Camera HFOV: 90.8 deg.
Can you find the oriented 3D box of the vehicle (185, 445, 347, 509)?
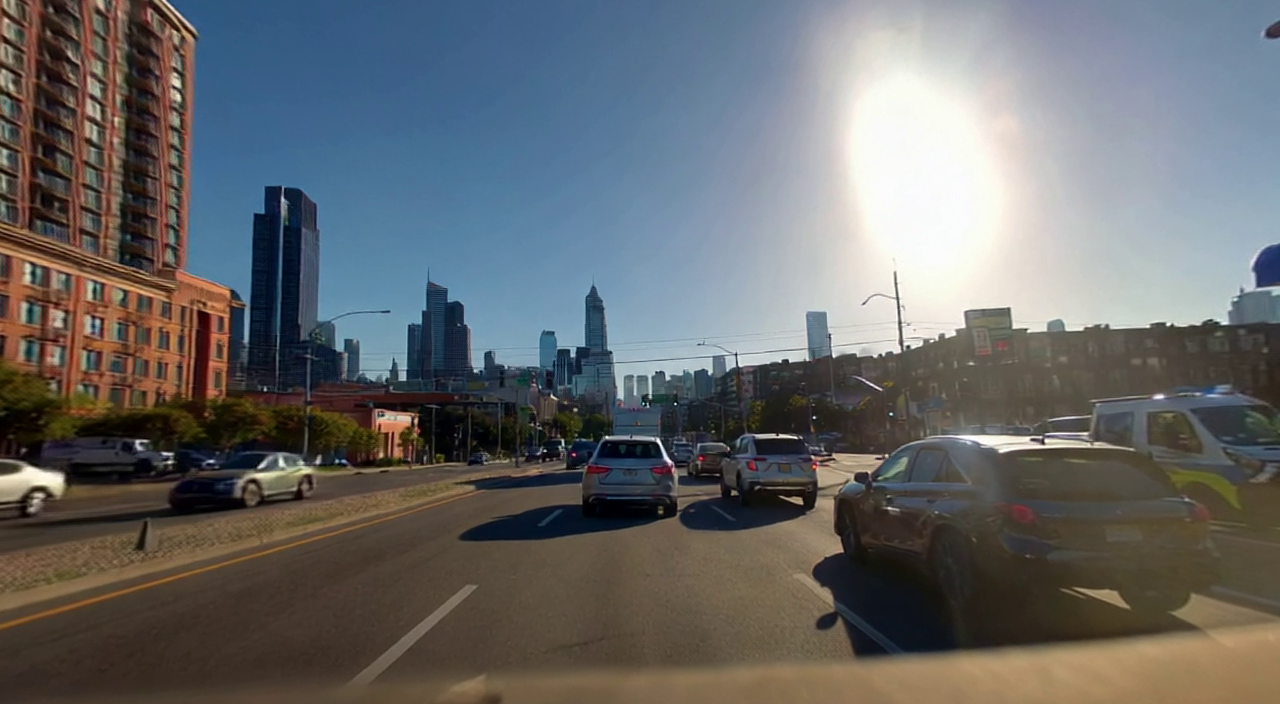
[{"bbox_3d":[-11.059,3.680,19.197,2.055,1.663,4.637,0,-9,0],"label":"vehicle"}]

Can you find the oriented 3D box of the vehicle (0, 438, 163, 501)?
[{"bbox_3d":[-26.917,5.596,30.761,2.571,2.711,6.027,0,-9,0],"label":"vehicle"}]

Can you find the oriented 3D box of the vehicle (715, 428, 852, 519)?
[{"bbox_3d":[2.947,2.595,13.969,1.995,1.677,4.106,0,-9,-1],"label":"vehicle"}]

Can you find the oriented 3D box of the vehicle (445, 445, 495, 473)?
[{"bbox_3d":[-11.359,7.169,42.497,2.083,1.719,4.497,-1,-9,1],"label":"vehicle"}]

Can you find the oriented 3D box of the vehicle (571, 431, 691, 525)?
[{"bbox_3d":[-0.186,2.491,12.988,2.106,1.613,3.697,0,-9,-1],"label":"vehicle"}]

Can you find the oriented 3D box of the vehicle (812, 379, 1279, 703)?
[{"bbox_3d":[3.284,1.324,5.610,2.056,1.700,4.399,0,-9,-3],"label":"vehicle"}]
